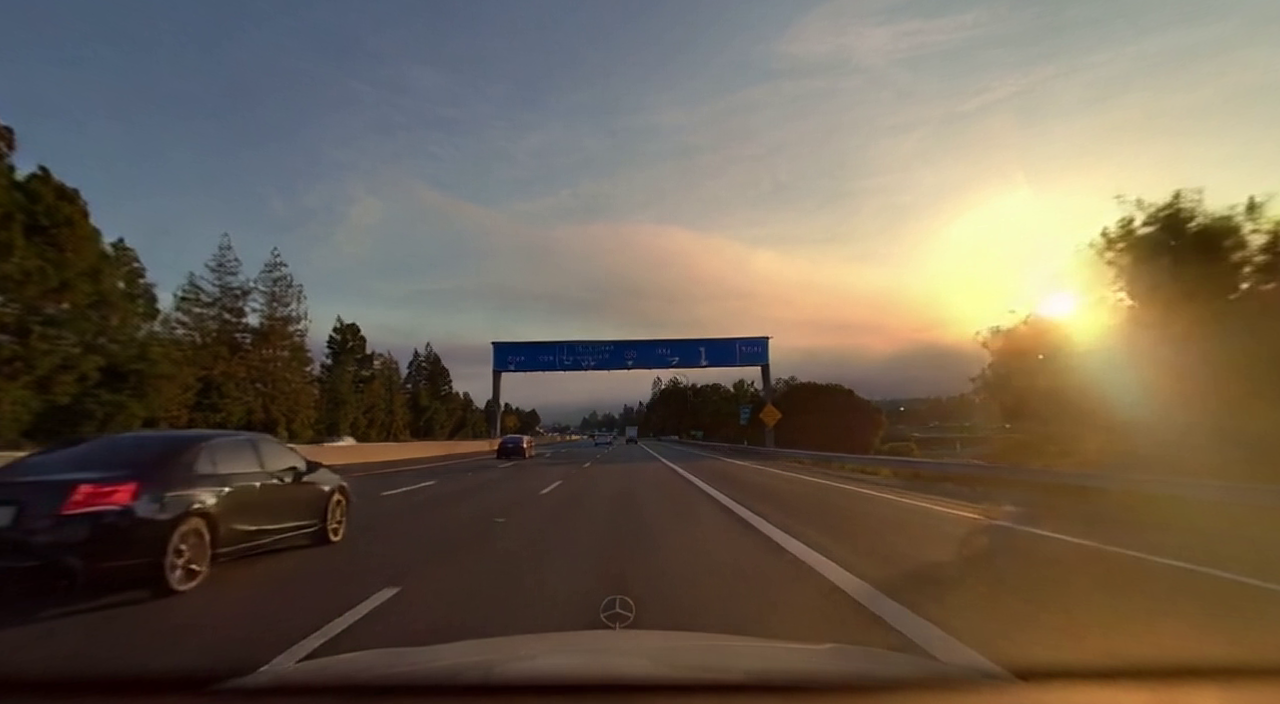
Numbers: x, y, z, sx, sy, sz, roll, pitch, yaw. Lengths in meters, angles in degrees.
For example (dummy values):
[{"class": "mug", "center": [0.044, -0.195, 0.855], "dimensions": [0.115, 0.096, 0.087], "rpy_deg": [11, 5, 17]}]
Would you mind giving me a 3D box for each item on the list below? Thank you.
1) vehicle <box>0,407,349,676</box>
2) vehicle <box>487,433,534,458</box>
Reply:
[{"class": "vehicle", "center": [-4.342, 1.308, 5.430], "dimensions": [1.912, 1.495, 3.703], "rpy_deg": [0, -8, -1]}, {"class": "vehicle", "center": [-8.692, 6.333, 42.829], "dimensions": [2.092, 1.574, 5.251], "rpy_deg": [0, -8, 0]}]
